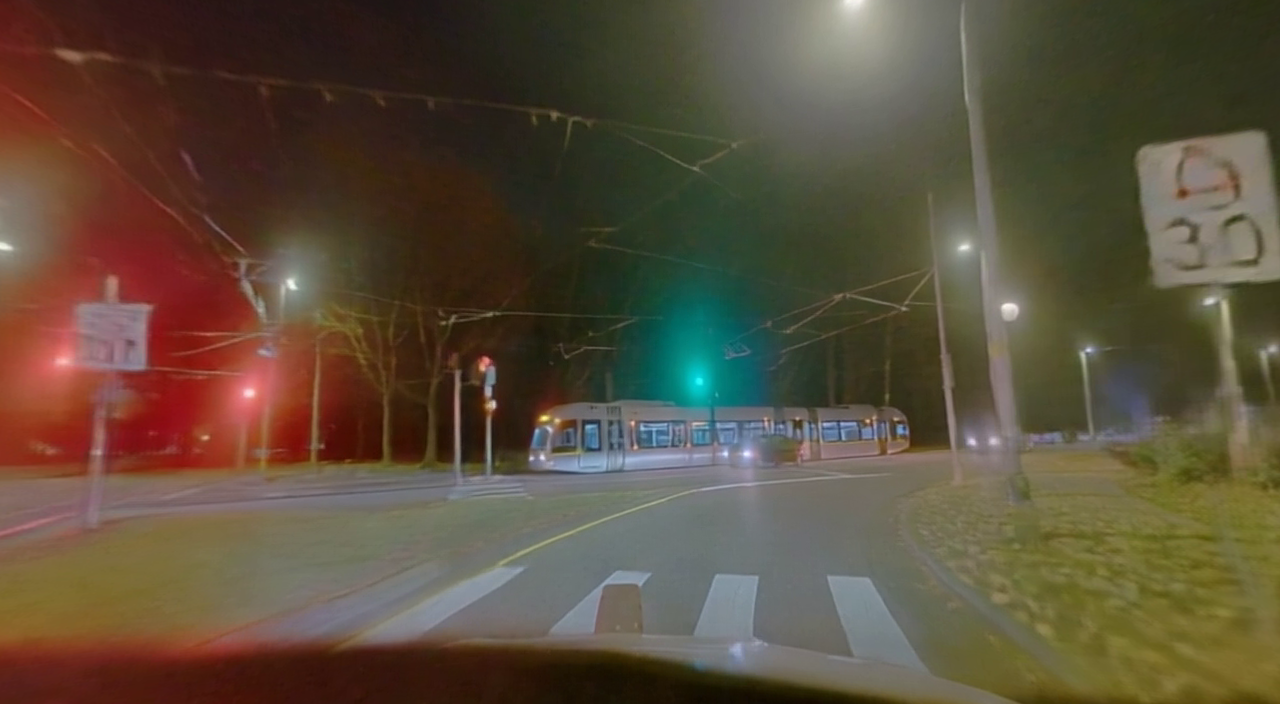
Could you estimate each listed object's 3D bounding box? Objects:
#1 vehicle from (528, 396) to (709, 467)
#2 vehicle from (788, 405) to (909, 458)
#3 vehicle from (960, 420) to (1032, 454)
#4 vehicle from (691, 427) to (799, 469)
[{"bbox_3d":[-1.035,4.730,36.694,10.391,3.725,2.904,5,-10,-30],"label":"vehicle"},{"bbox_3d":[15.879,5.898,47.238,10.068,3.618,2.878,3,-9,-34],"label":"vehicle"},{"bbox_3d":[23.211,5.574,40.807,4.386,2.070,2.092,5,-10,-32],"label":"vehicle"},{"bbox_3d":[4.839,4.407,28.758,4.687,1.760,2.028,5,-10,-33],"label":"vehicle"}]
